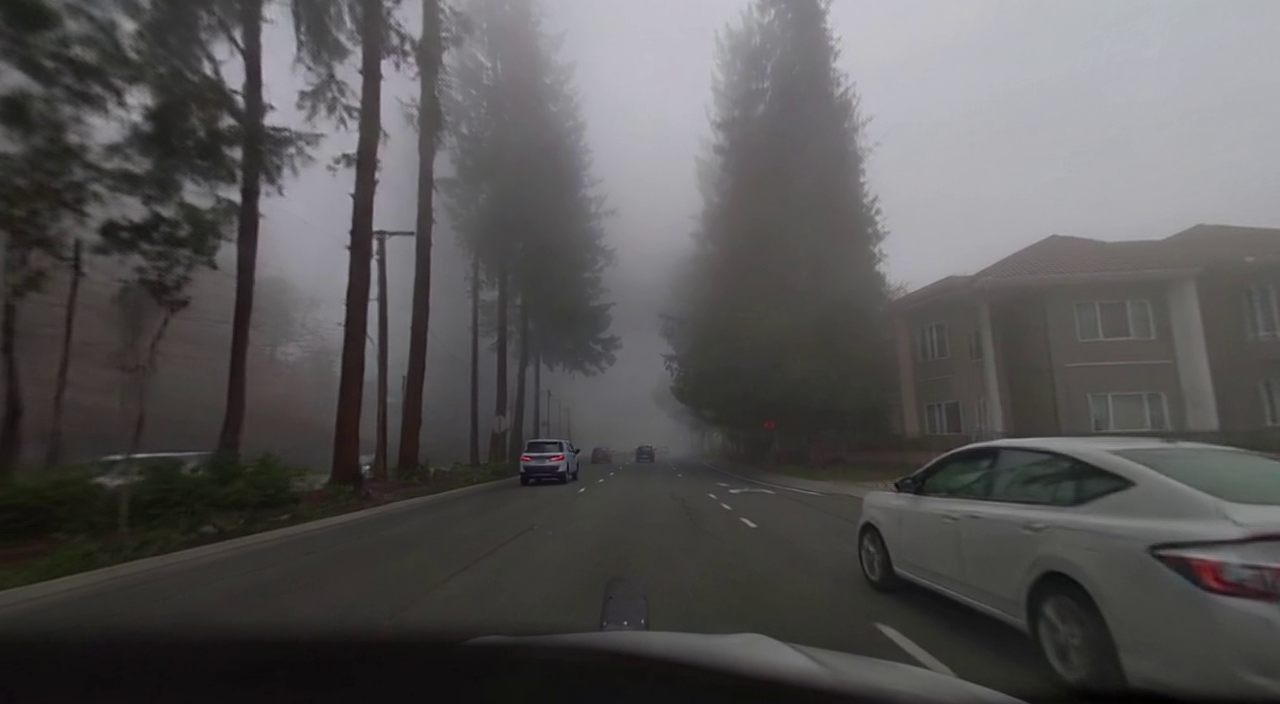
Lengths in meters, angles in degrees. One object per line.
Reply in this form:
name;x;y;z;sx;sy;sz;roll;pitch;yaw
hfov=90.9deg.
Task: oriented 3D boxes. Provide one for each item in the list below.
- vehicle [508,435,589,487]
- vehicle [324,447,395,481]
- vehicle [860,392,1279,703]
vehicle;-3.461;4.229;24.851;2.216;1.828;4.886;0;-9;3
vehicle;-17.548;6.994;39.798;2.194;1.973;4.870;0;-9;0
vehicle;3.265;1.231;4.392;1.945;1.530;4.320;0;-9;1
